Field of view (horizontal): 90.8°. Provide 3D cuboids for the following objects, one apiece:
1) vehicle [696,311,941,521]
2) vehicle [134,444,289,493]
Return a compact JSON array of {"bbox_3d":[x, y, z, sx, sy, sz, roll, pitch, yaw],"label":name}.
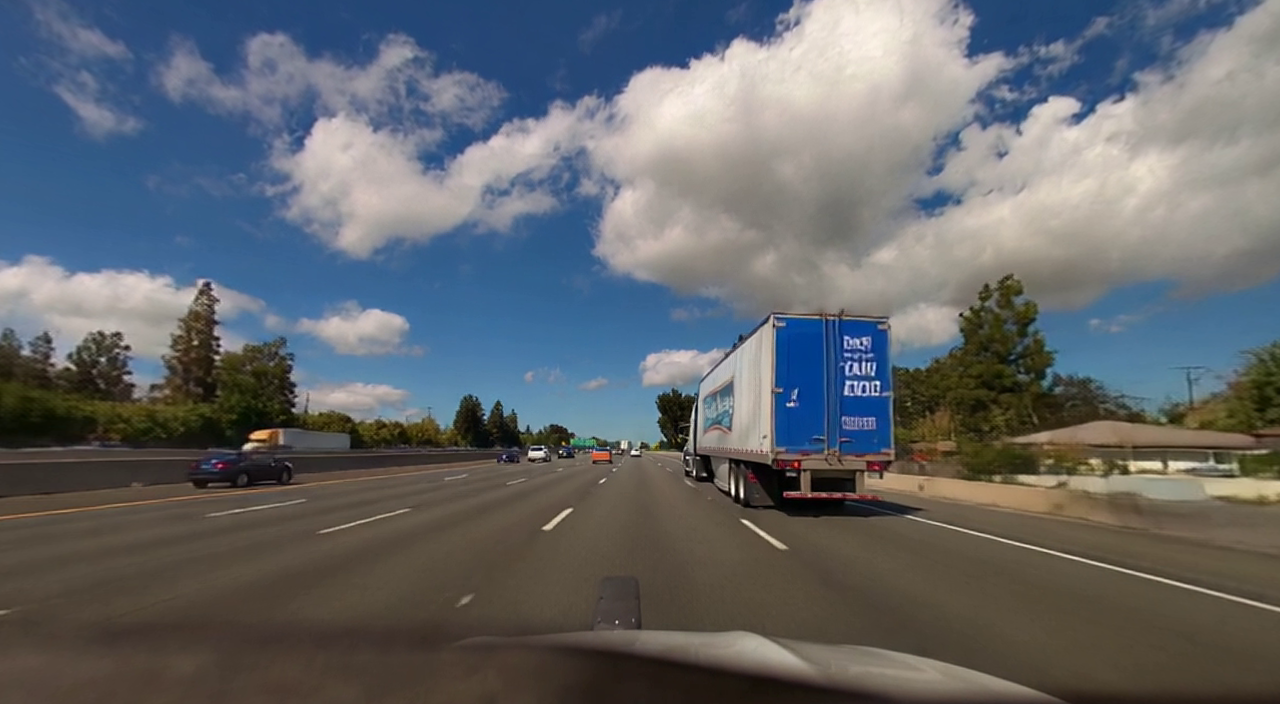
[{"bbox_3d":[4.140,2.367,20.090,3.140,4.100,15.551,0,-9,0],"label":"vehicle"},{"bbox_3d":[-14.434,3.922,21.715,1.982,1.471,4.747,0,-9,0],"label":"vehicle"}]
